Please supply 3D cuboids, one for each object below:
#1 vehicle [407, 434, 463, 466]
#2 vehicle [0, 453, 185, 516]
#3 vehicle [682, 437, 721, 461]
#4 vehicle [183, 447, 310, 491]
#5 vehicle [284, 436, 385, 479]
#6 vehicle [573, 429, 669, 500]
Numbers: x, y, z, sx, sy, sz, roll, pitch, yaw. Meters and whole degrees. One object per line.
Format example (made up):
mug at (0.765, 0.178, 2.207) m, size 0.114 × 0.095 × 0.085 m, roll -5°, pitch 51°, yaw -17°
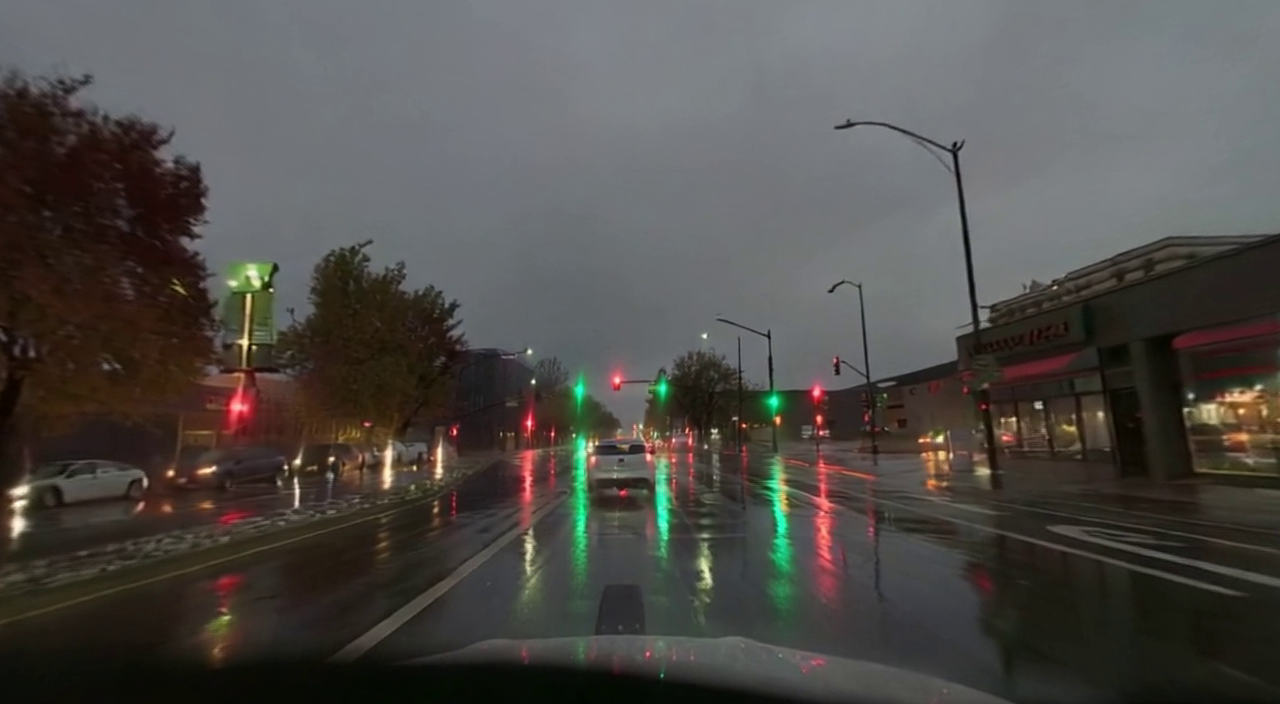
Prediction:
vehicle at (-15.077, 7.266, 46.841) m, size 2.285 × 2.196 × 5.163 m, roll 0°, pitch -9°, yaw 1°
vehicle at (-15.659, 3.603, 17.796) m, size 1.931 × 1.455 × 5.023 m, roll 0°, pitch -9°, yaw 0°
vehicle at (3.848, 6.169, 40.187) m, size 2.122 × 1.454 × 4.271 m, roll 0°, pitch -9°, yaw 1°
vehicle at (-15.591, 4.615, 25.389) m, size 2.131 × 1.560 × 4.563 m, roll -1°, pitch -9°, yaw 1°
vehicle at (-15.426, 5.355, 32.392) m, size 2.250 × 1.981 × 5.861 m, roll 0°, pitch -9°, yaw 0°
vehicle at (-0.397, 2.695, 15.440) m, size 2.045 × 1.510 × 3.690 m, roll 0°, pitch -9°, yaw 0°
